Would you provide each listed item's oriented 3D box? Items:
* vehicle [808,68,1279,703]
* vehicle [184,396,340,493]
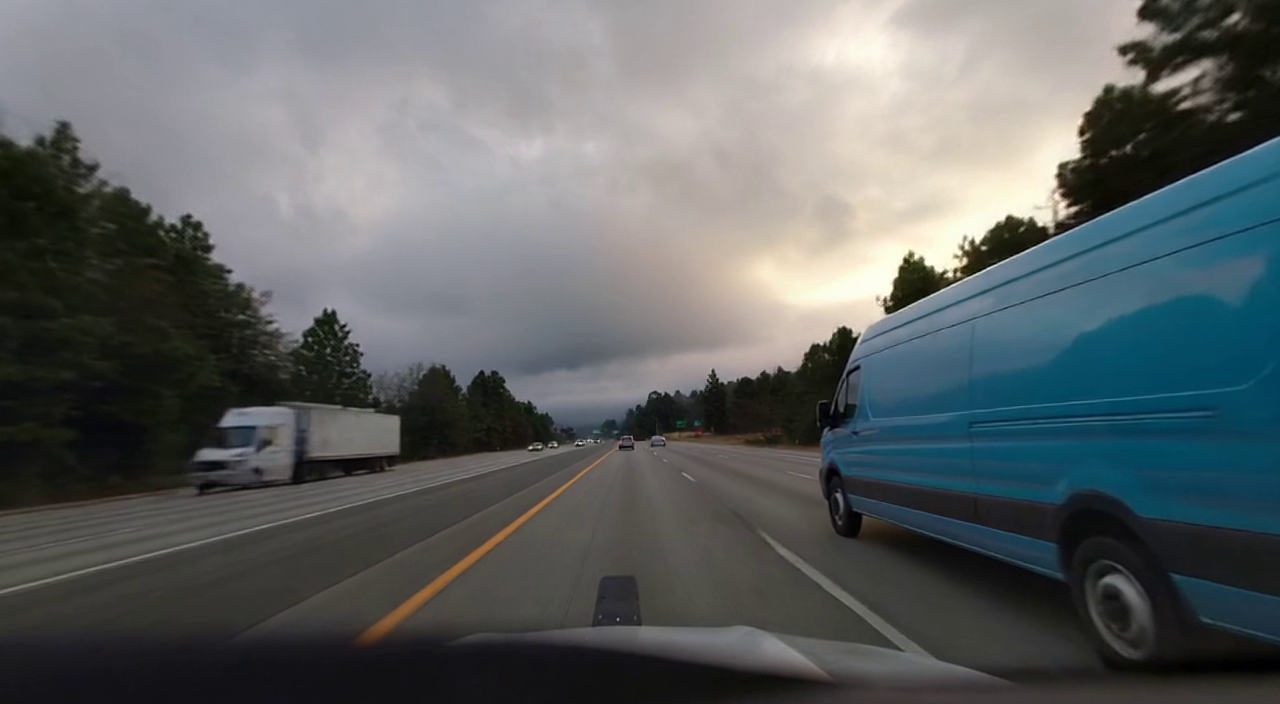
[{"bbox_3d":[3.630,0.545,5.005,2.416,2.595,7.243,0,-8,-1],"label":"vehicle"},{"bbox_3d":[-17.768,4.417,30.368,2.944,4.102,7.266,0,-8,-1],"label":"vehicle"}]
